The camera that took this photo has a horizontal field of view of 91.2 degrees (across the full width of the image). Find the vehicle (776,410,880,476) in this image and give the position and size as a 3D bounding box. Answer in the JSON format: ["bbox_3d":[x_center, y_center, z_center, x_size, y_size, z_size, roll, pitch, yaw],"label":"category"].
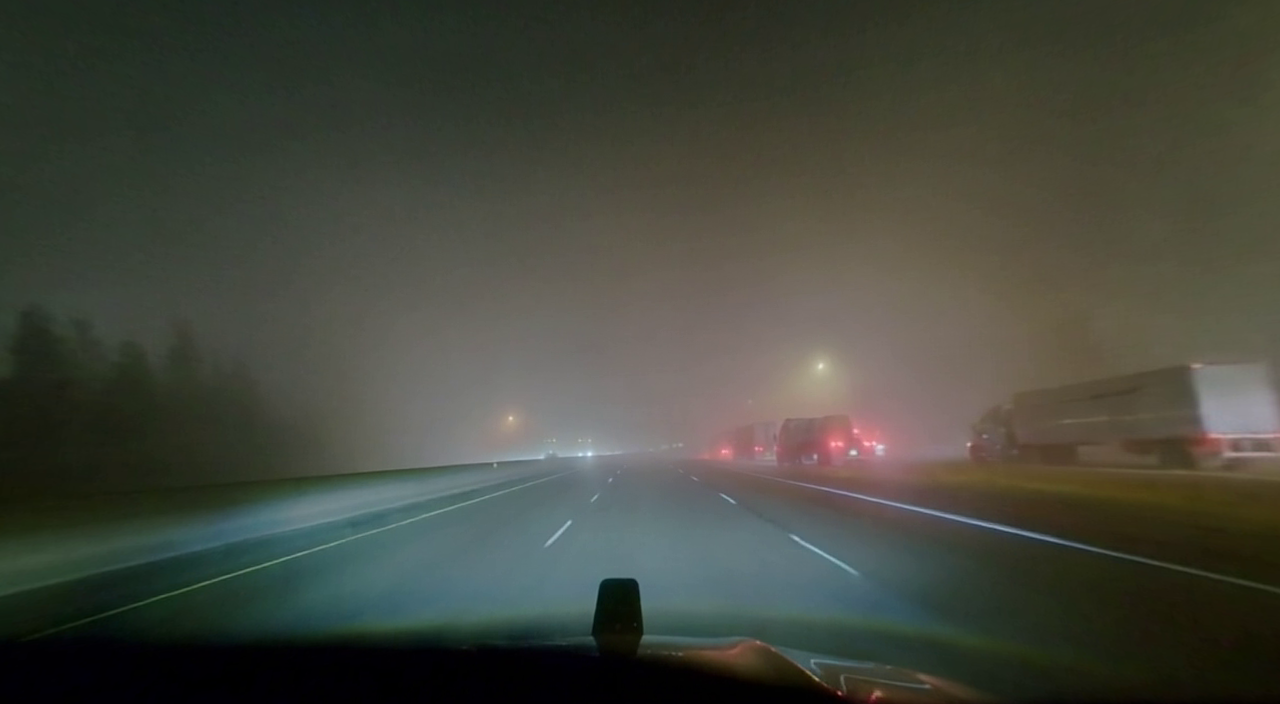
[{"bbox_3d":[11.448,5.847,39.909,2.741,3.505,12.591,0,-9,0],"label":"vehicle"}]

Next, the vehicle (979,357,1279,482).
[{"bbox_3d":[20.952,3.404,28.715,2.849,4.148,14.184,-3,-9,0],"label":"vehicle"}]
